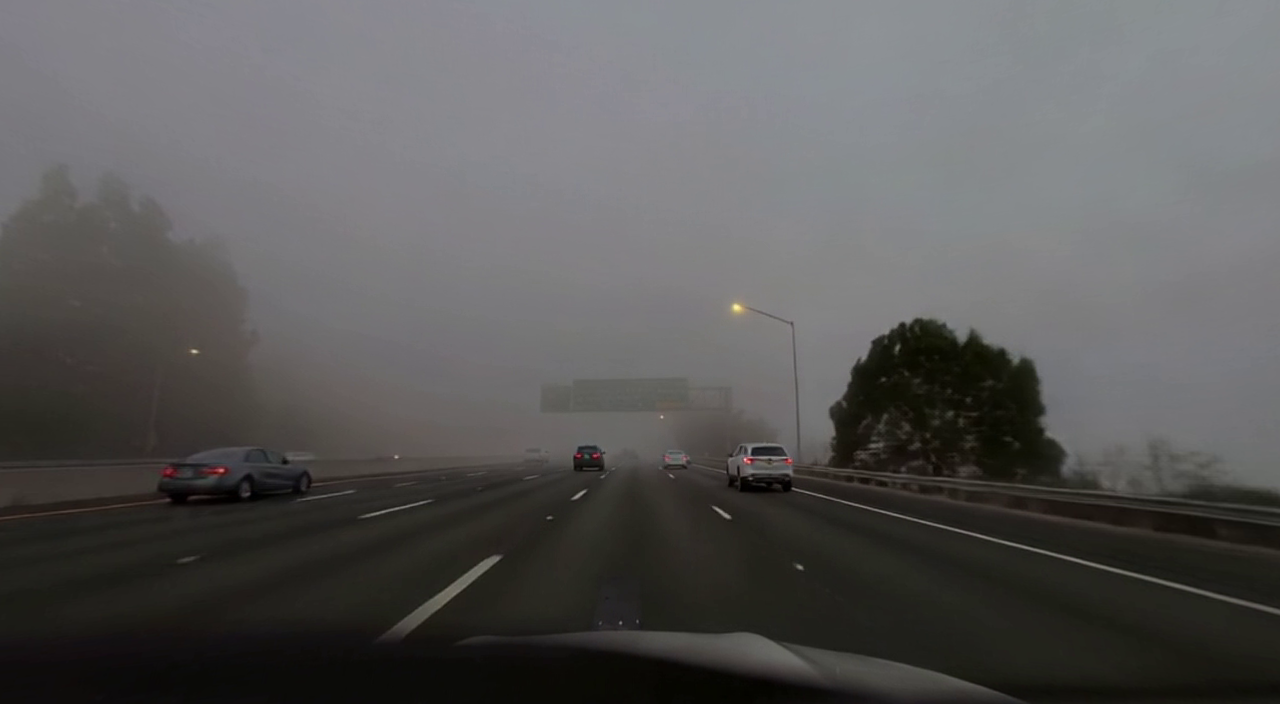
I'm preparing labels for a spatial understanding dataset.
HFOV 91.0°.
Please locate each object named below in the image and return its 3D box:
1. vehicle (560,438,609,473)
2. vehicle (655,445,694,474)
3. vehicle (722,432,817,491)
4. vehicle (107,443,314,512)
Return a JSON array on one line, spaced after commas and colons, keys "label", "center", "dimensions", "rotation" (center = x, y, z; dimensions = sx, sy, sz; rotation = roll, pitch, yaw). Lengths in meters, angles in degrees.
[{"label": "vehicle", "center": [-3.218, 6.218, 37.908], "dimensions": [2.449, 1.929, 5.503], "rotation": [0, -9, 0]}, {"label": "vehicle", "center": [1.945, 6.218, 36.665], "dimensions": [2.126, 1.529, 4.438], "rotation": [0, -9, 1]}, {"label": "vehicle", "center": [4.242, 3.697, 21.564], "dimensions": [2.218, 1.776, 4.807], "rotation": [0, -9, 0]}, {"label": "vehicle", "center": [-10.611, 3.098, 16.128], "dimensions": [1.974, 1.472, 4.684], "rotation": [0, -9, 0]}]
